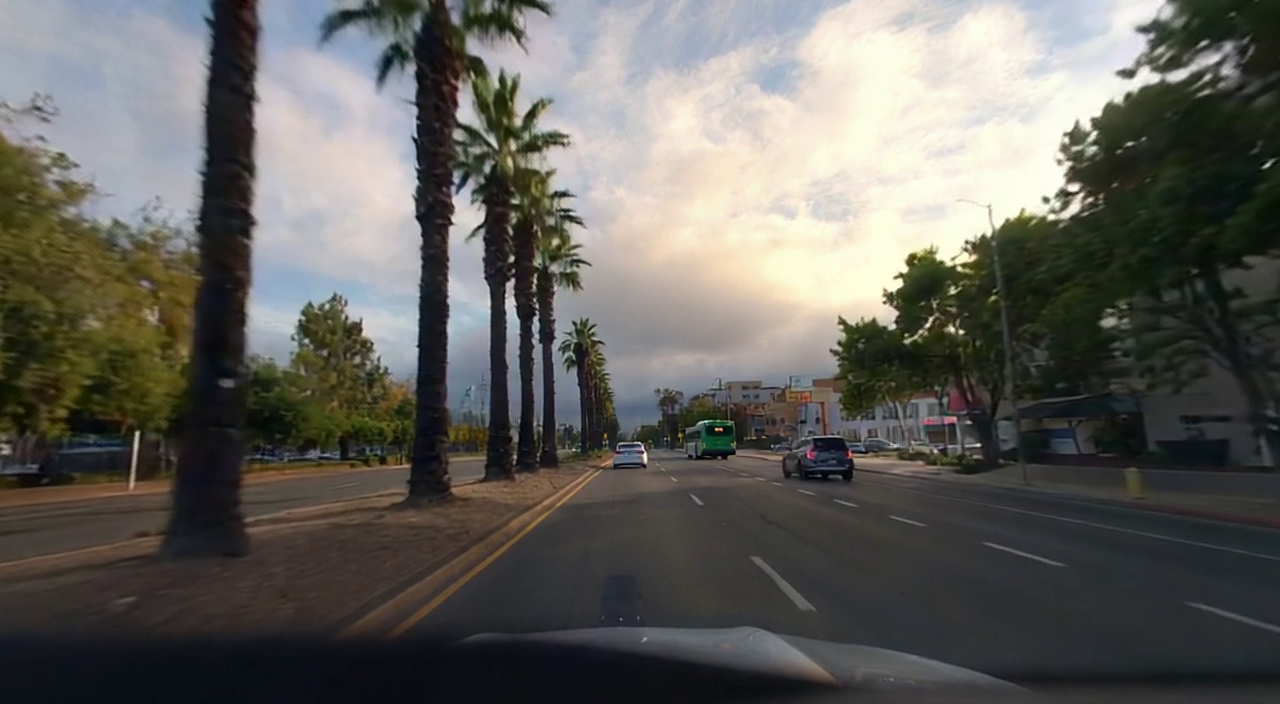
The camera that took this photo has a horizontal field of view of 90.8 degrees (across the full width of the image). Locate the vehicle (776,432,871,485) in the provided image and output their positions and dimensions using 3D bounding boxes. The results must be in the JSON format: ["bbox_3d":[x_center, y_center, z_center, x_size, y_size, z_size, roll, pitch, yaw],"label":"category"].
[{"bbox_3d":[6.314,3.715,22.304,2.031,1.670,4.154,0,-9,-1],"label":"vehicle"}]

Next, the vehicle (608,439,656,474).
[{"bbox_3d":[-0.342,4.847,29.394,2.065,1.477,4.306,0,-9,1],"label":"vehicle"}]
